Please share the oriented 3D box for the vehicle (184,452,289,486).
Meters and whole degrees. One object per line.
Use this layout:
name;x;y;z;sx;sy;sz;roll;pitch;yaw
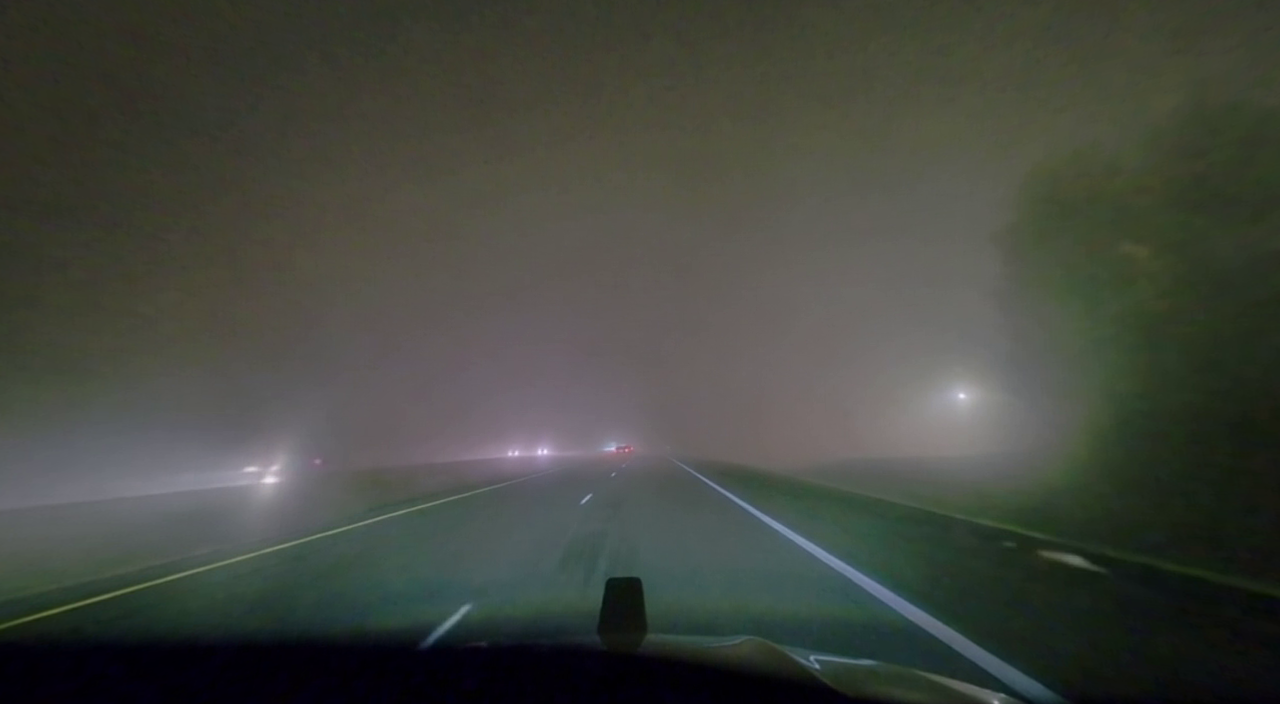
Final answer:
vehicle;-19.183;5.560;30.261;1.945;1.447;4.528;0;-8;1
